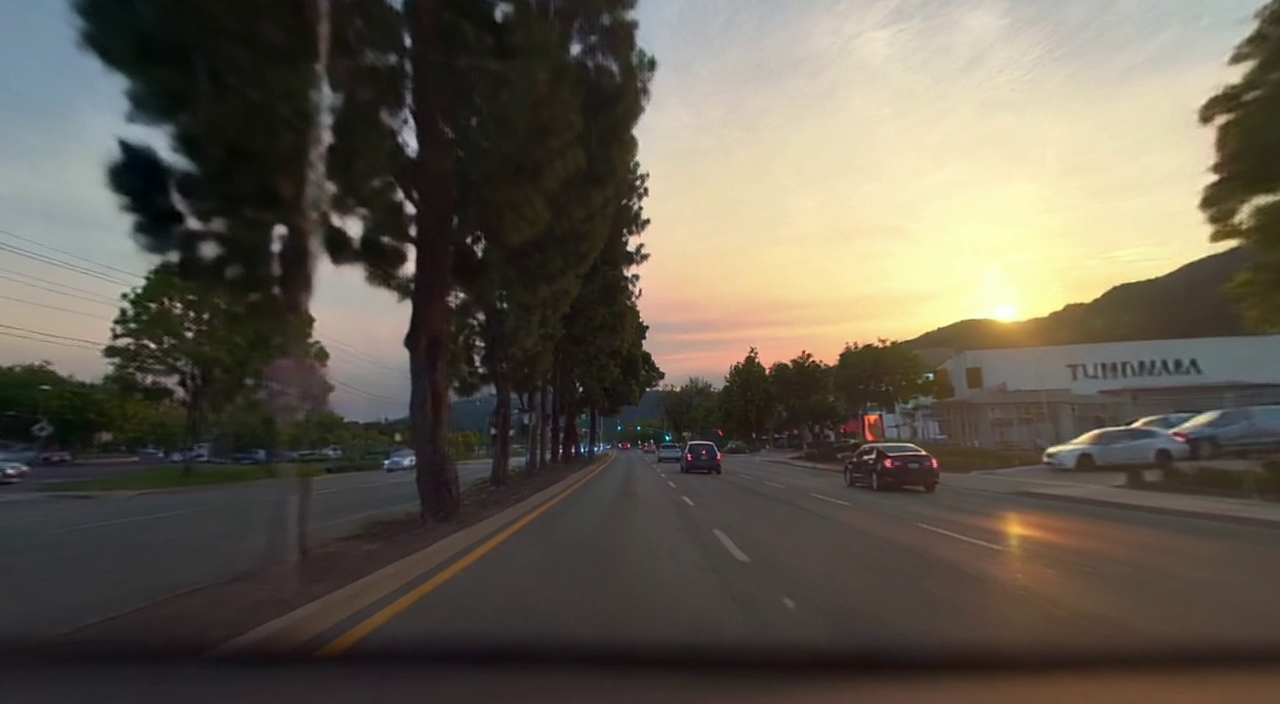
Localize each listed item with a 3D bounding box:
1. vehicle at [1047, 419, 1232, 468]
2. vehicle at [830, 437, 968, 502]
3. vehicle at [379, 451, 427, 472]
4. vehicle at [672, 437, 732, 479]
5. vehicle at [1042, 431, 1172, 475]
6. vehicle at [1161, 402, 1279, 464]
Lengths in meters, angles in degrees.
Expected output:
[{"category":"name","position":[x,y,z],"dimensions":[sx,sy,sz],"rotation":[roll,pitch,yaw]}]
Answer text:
[{"category":"vehicle","position":[22.891,4.303,29.465],"dimensions":[2.858,2.005,6.831],"rotation":[1,-8,-2]},{"category":"vehicle","position":[6.806,3.118,17.097],"dimensions":[1.886,1.528,4.169],"rotation":[0,-9,-1]},{"category":"vehicle","position":[-17.987,8.349,48.053],"dimensions":[1.851,1.480,4.501],"rotation":[0,-9,1]},{"category":"vehicle","position":[2.649,4.659,27.908],"dimensions":[2.161,1.676,4.151],"rotation":[0,-9,-1]},{"category":"vehicle","position":[18.745,4.065,25.392],"dimensions":[3.719,1.537,1.807],"rotation":[-3,-9,-1]},{"category":"vehicle","position":[28.255,3.896,29.645],"dimensions":[2.438,2.602,5.677],"rotation":[0,-9,0]}]
